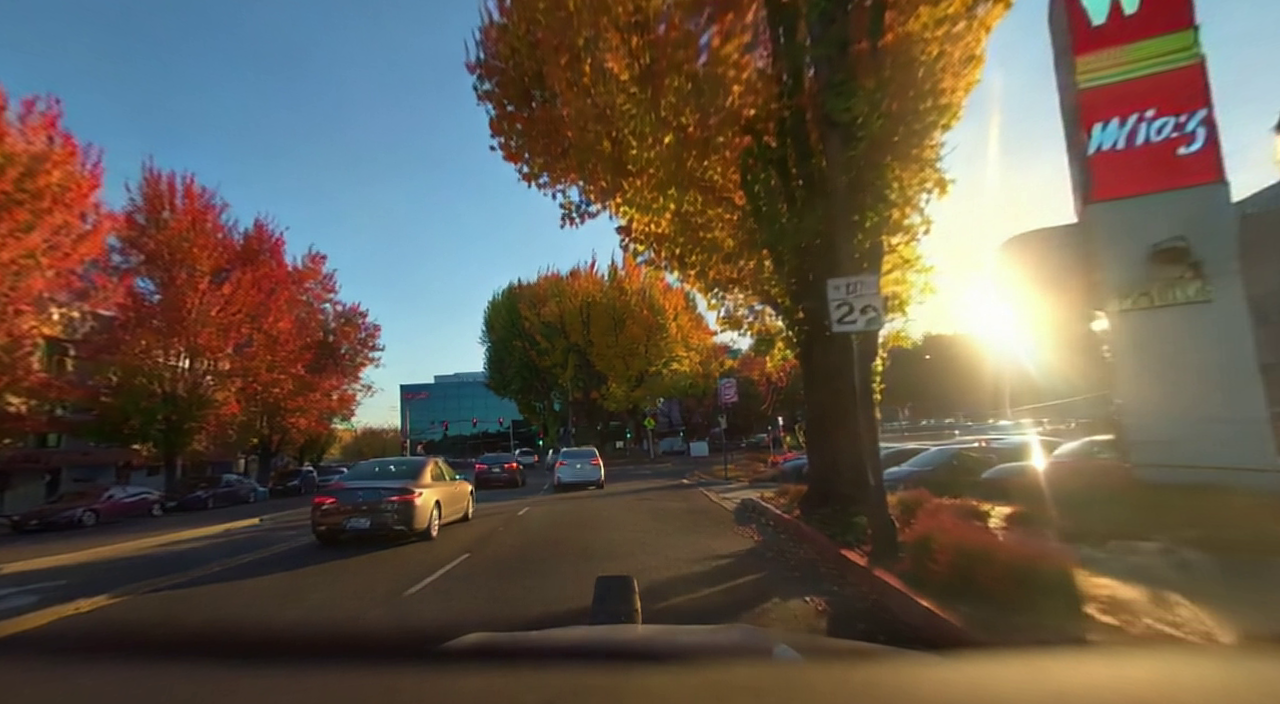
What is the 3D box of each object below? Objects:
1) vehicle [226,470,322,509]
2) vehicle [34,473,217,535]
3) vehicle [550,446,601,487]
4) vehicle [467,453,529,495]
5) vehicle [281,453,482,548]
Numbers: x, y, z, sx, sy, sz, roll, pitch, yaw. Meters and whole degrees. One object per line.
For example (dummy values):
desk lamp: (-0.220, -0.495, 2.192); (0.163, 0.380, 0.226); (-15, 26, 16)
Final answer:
vehicle: (-16.743, 6.284, 29.129); (2.010, 1.530, 4.534); (1, -9, -5)
vehicle: (-16.157, 4.757, 20.205); (1.968, 1.574, 4.683); (1, -9, -1)
vehicle: (-3.042, 5.220, 28.960); (2.144, 1.704, 4.028); (2, -9, -8)
vehicle: (-5.732, 4.945, 25.929); (1.974, 1.549, 4.603); (2, -9, -7)
vehicle: (-4.848, 2.836, 12.884); (2.090, 1.506, 5.326); (1, -9, -3)
